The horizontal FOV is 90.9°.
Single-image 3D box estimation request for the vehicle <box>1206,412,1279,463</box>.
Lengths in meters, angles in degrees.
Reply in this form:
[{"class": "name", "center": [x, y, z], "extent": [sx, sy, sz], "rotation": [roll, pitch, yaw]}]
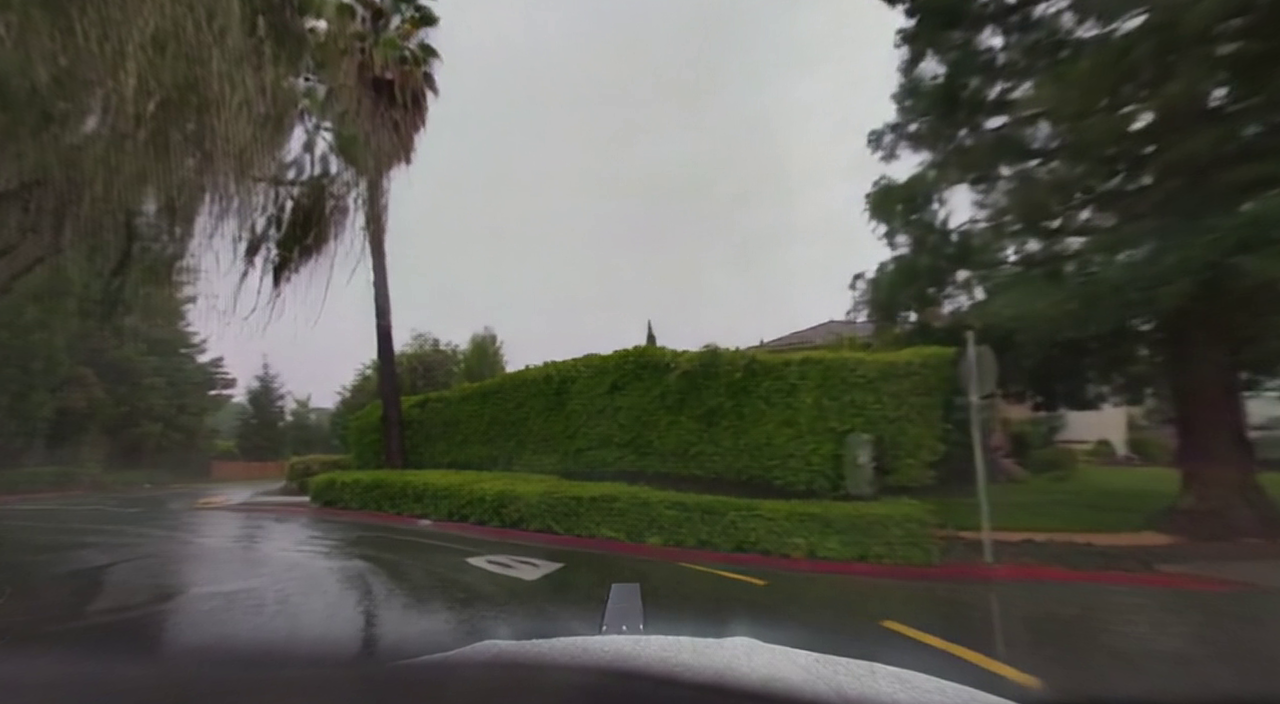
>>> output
[{"class": "vehicle", "center": [20.767, 2.827, 20.670], "extent": [1.802, 1.548, 3.501], "rotation": [-2, -9, 15]}]
